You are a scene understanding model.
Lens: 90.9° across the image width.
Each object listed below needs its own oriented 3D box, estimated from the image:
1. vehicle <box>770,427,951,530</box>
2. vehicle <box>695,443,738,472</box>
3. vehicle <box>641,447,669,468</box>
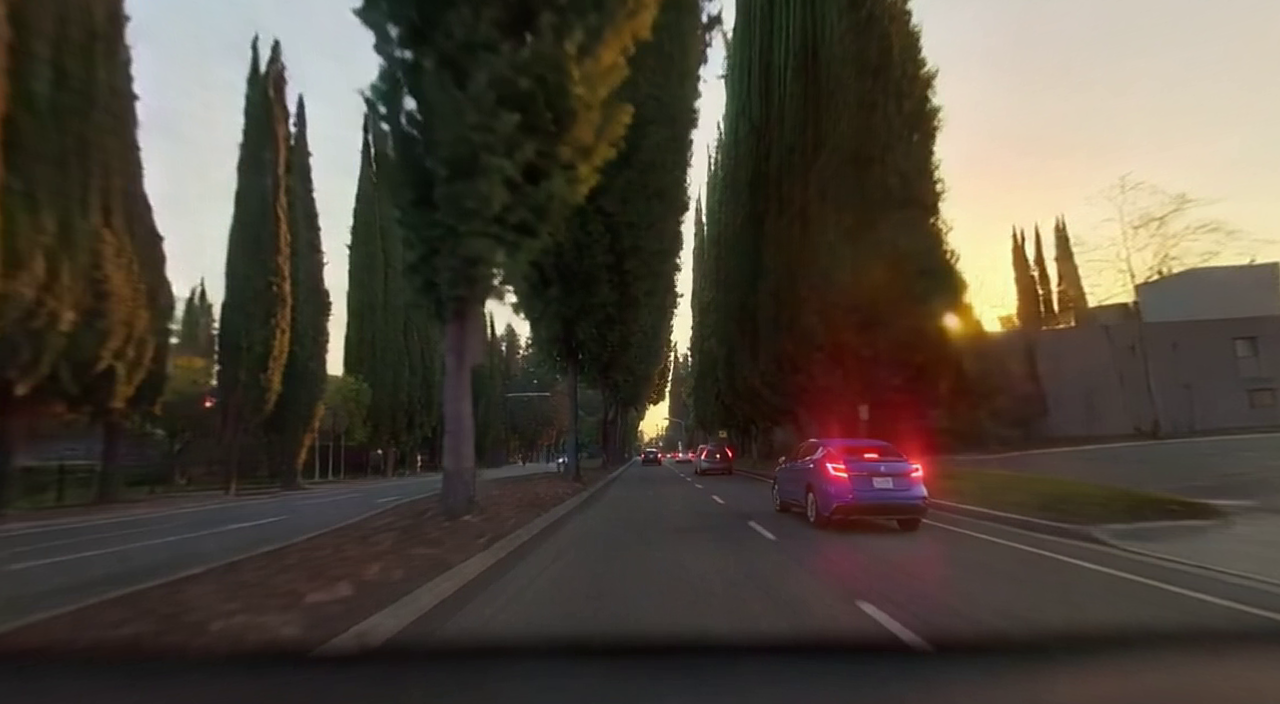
[{"bbox_3d":[3.998,2.348,12.316,2.052,1.639,4.123,0,-8,0],"label":"vehicle"},{"bbox_3d":[4.598,6.390,38.564,2.110,1.666,3.912,0,-8,0],"label":"vehicle"},{"bbox_3d":[1.093,7.971,47.948,2.026,1.466,4.282,0,-8,1],"label":"vehicle"}]
